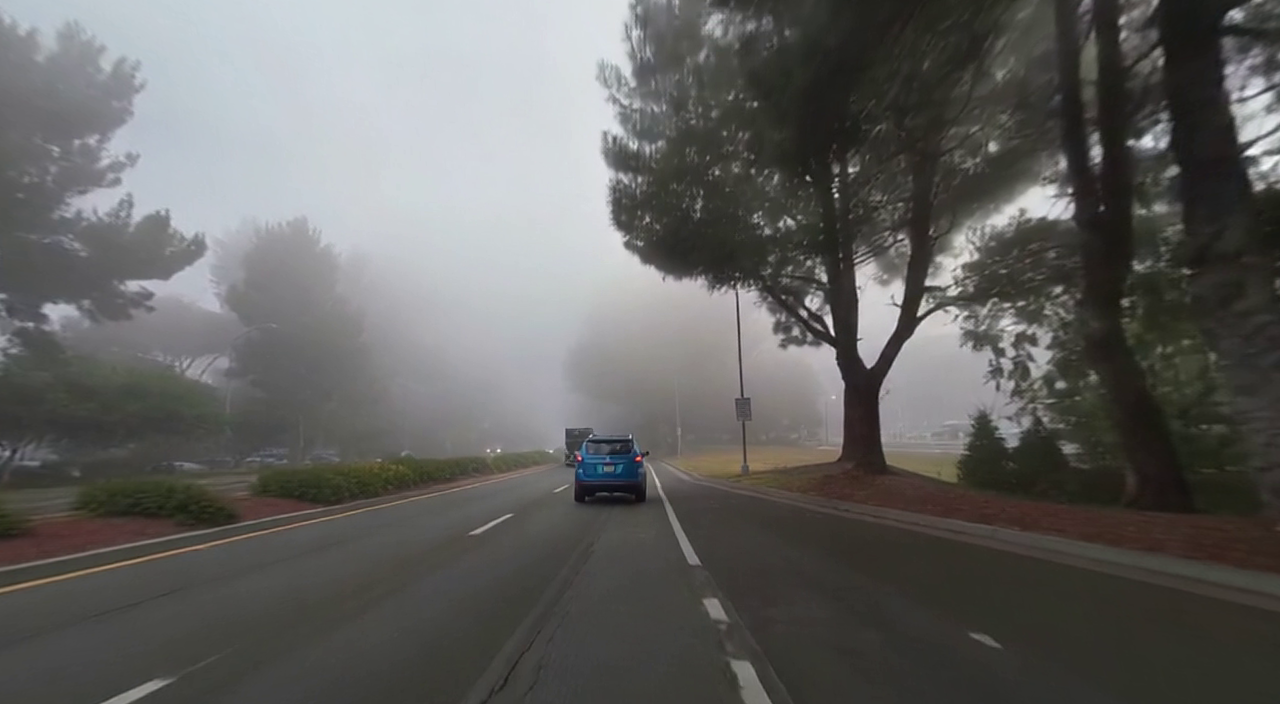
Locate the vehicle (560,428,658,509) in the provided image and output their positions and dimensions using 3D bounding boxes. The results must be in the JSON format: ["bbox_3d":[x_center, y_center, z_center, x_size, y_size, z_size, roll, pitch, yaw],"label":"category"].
[{"bbox_3d":[-0.680,2.897,16.042,2.131,1.761,4.242,0,-9,0],"label":"vehicle"}]
